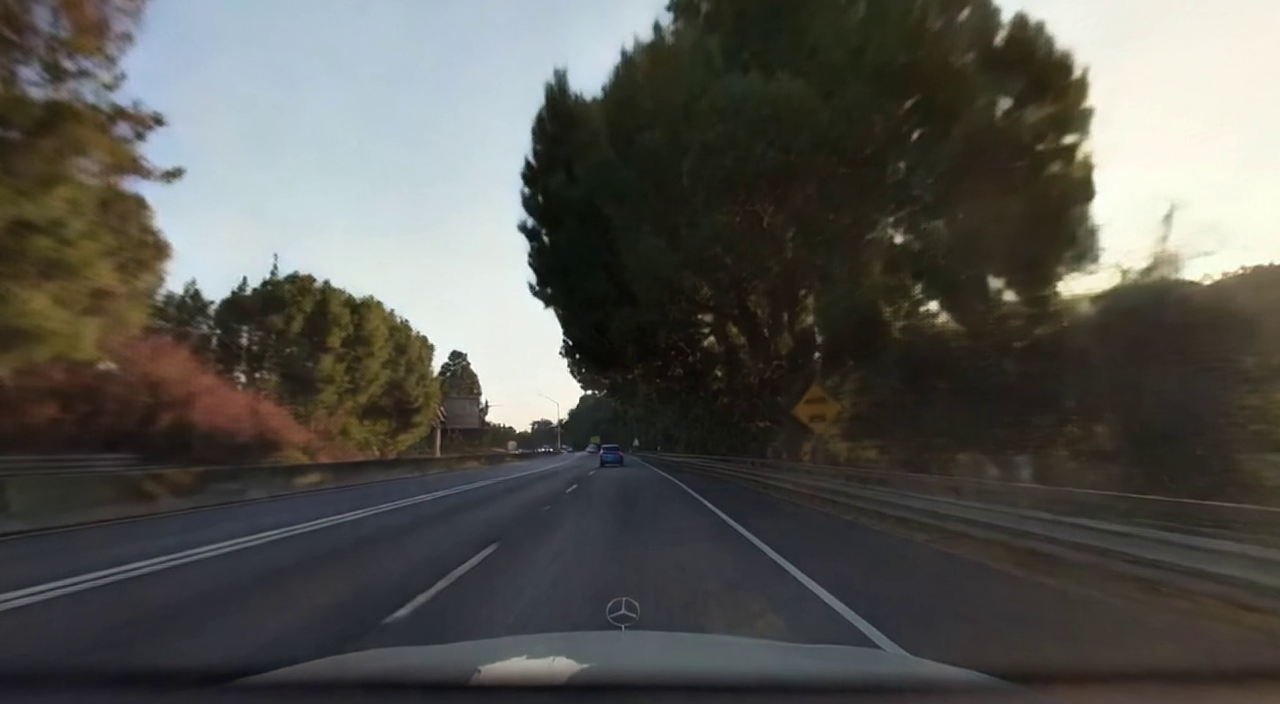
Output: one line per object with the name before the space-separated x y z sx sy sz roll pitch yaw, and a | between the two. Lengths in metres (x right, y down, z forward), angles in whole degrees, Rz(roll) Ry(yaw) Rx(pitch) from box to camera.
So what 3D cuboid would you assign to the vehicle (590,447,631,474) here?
vehicle | -1.603 6.187 36.092 2.126 1.411 4.433 0 -9 0
